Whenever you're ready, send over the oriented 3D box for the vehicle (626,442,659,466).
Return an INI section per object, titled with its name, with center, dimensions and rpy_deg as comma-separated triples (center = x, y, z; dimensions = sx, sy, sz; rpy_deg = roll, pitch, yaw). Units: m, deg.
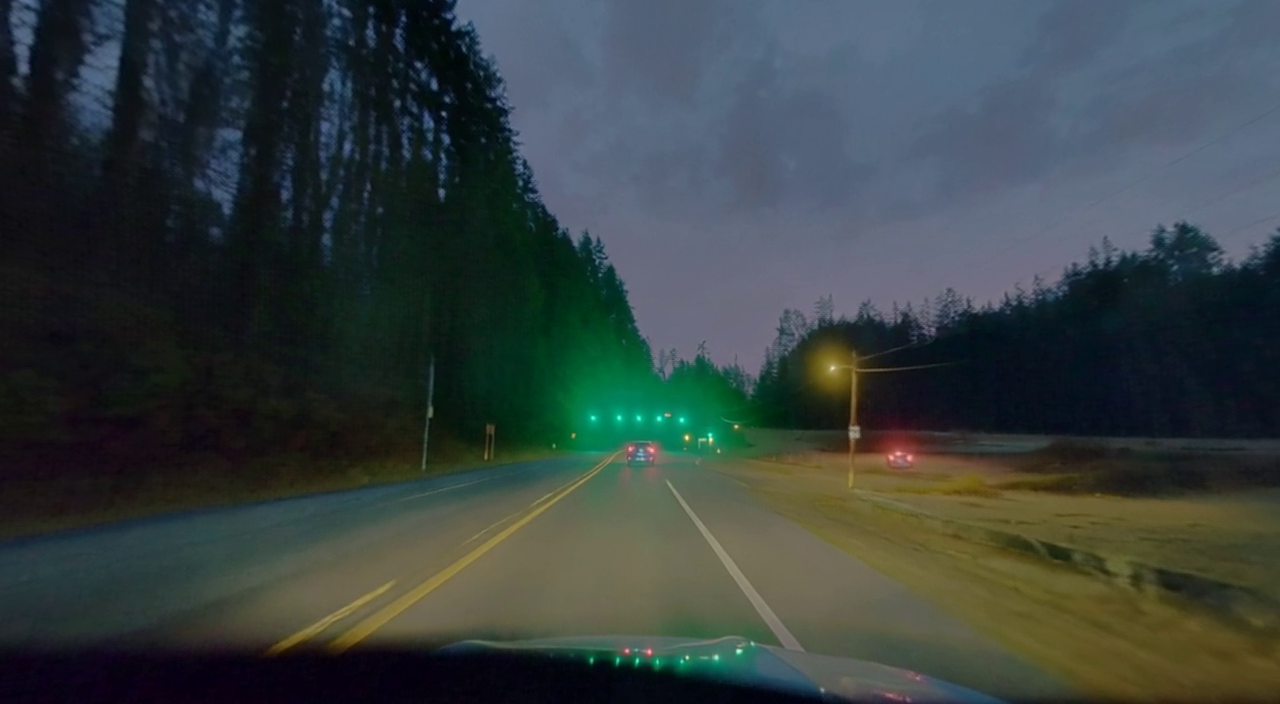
[vehicle]
center = 0.202, 6.694, 41.702
dimensions = 2.042, 1.489, 3.963
rpy_deg = 0, -9, 1
